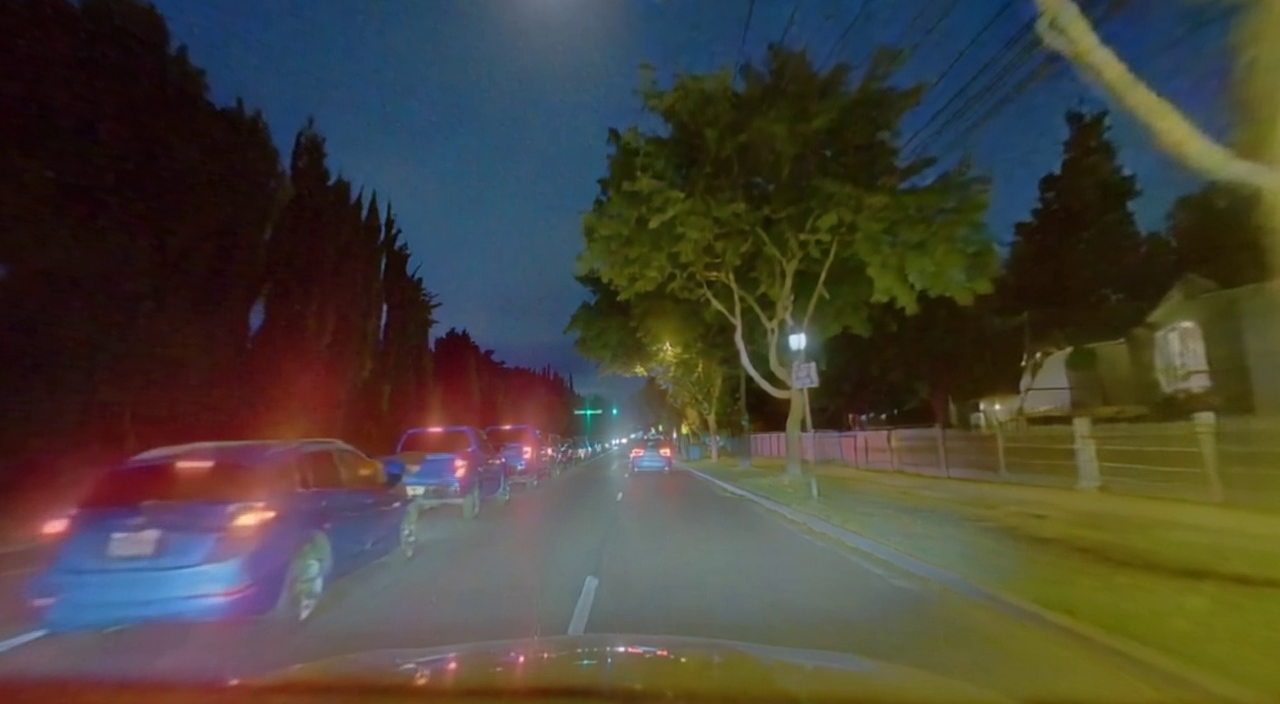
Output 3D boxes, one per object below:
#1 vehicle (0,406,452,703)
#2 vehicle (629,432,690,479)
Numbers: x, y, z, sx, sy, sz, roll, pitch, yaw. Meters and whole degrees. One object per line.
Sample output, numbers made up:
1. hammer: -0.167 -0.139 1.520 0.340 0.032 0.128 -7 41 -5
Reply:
1. vehicle: -3.206 1.389 5.549 1.919 1.501 4.509 0 -9 -3
2. vehicle: 0.689 4.173 25.580 2.258 1.682 4.635 0 -9 -1
